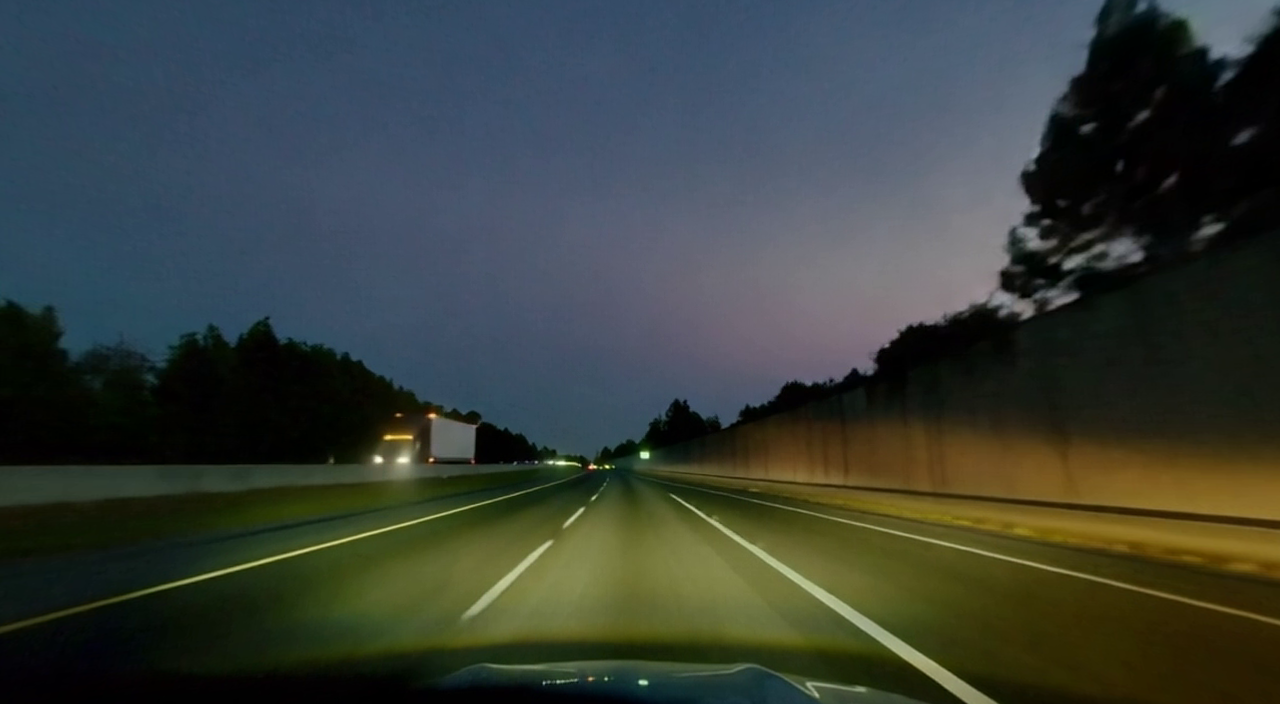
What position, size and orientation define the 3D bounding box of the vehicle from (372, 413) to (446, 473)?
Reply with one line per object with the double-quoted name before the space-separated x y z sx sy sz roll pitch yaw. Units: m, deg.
"vehicle" -15.939 6.416 43.916 3.006 3.840 5.721 1 -10 -2
